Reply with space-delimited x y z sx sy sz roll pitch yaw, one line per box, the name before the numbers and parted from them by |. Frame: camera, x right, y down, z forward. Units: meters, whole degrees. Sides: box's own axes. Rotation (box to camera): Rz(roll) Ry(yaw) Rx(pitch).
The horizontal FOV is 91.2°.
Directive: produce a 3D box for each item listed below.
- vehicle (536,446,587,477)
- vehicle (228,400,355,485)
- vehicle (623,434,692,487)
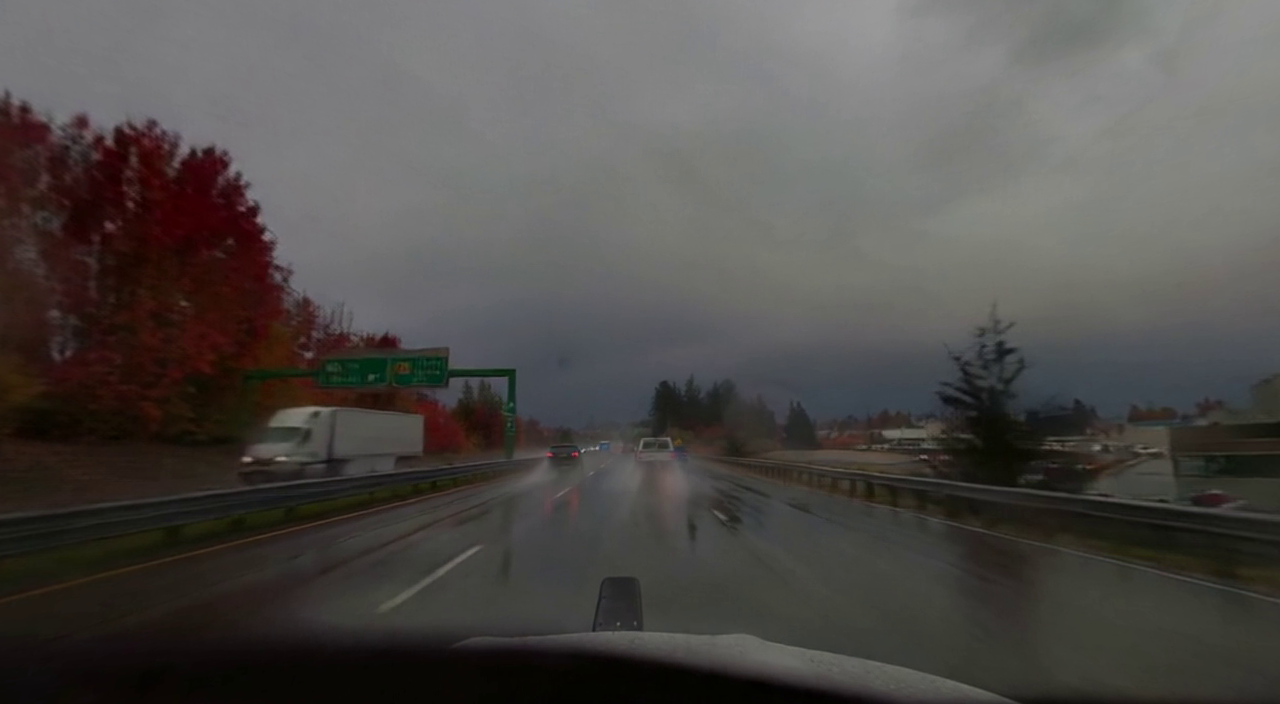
vehicle | -3.838 5.435 31.202 2.037 1.418 3.793 0 -9 0
vehicle | -17.650 4.701 32.402 2.868 3.942 6.422 0 -9 -2
vehicle | 0.554 3.895 22.725 2.250 1.718 4.358 0 -9 -1
